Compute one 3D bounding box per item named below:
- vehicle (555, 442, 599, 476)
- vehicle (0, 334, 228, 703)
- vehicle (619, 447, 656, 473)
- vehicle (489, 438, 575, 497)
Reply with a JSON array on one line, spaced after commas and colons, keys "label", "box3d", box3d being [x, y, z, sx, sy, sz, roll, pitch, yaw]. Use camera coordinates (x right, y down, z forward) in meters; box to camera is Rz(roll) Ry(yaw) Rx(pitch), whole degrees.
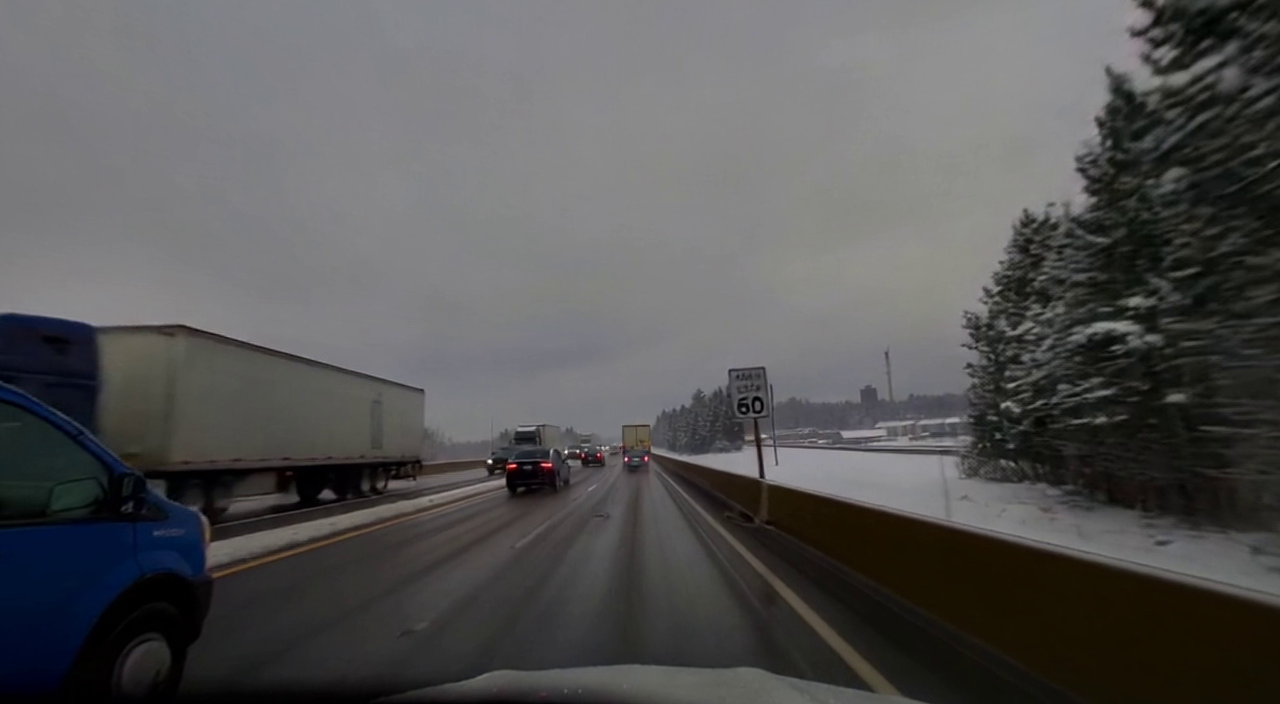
[{"label": "vehicle", "box3d": [-3.291, 5.652, 33.570, 1.994, 1.663, 4.047, 0, -9, -1]}, {"label": "vehicle", "box3d": [-3.154, 0.617, 0.840, 2.117, 1.688, 4.582, 0, -9, 0]}, {"label": "vehicle", "box3d": [-0.171, 6.326, 37.171, 2.095, 1.393, 3.908, 0, -9, -1]}, {"label": "vehicle", "box3d": [-3.212, 3.517, 19.635, 1.937, 1.600, 4.141, 0, -9, 0]}]
